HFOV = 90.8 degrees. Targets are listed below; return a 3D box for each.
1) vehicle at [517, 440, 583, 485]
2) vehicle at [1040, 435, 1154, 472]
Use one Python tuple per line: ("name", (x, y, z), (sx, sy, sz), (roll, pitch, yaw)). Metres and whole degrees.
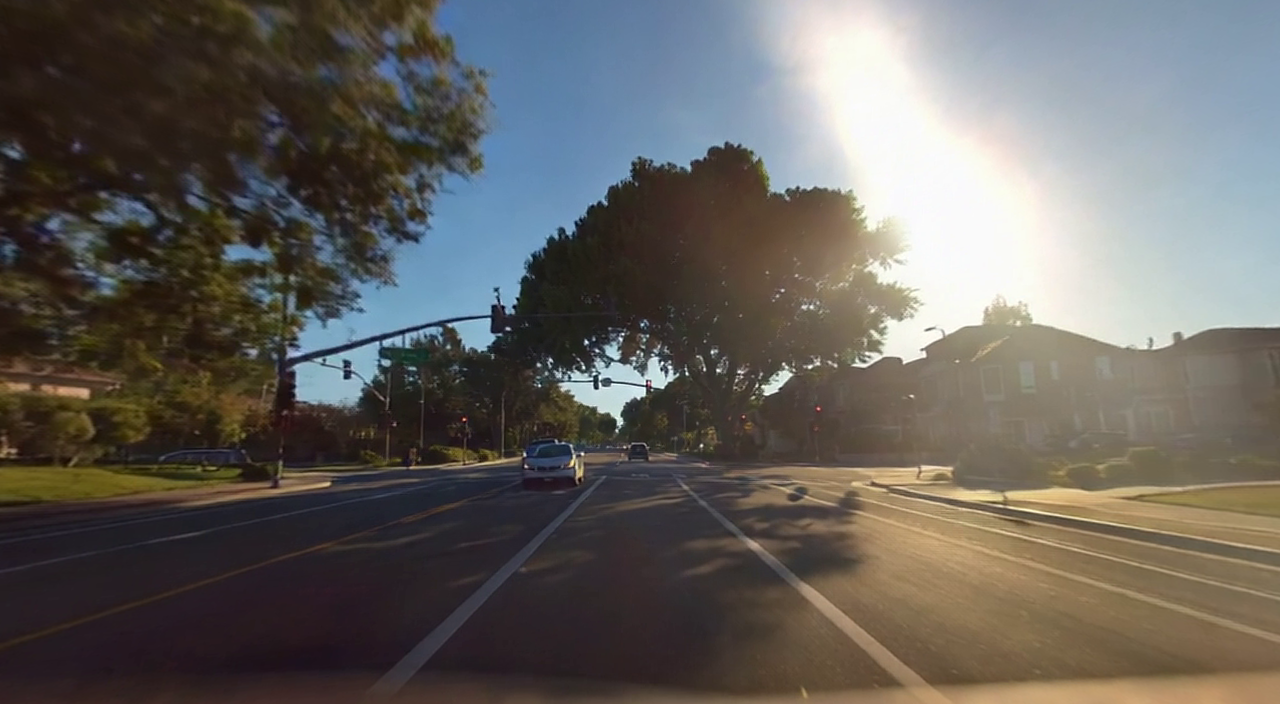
("vehicle", (-3.310, 4.124, 23.937), (1.915, 1.553, 3.846), (0, -8, 0))
("vehicle", (23.266, 5.177, 32.303), (4.246, 1.750, 1.954), (-1, -8, 1))
